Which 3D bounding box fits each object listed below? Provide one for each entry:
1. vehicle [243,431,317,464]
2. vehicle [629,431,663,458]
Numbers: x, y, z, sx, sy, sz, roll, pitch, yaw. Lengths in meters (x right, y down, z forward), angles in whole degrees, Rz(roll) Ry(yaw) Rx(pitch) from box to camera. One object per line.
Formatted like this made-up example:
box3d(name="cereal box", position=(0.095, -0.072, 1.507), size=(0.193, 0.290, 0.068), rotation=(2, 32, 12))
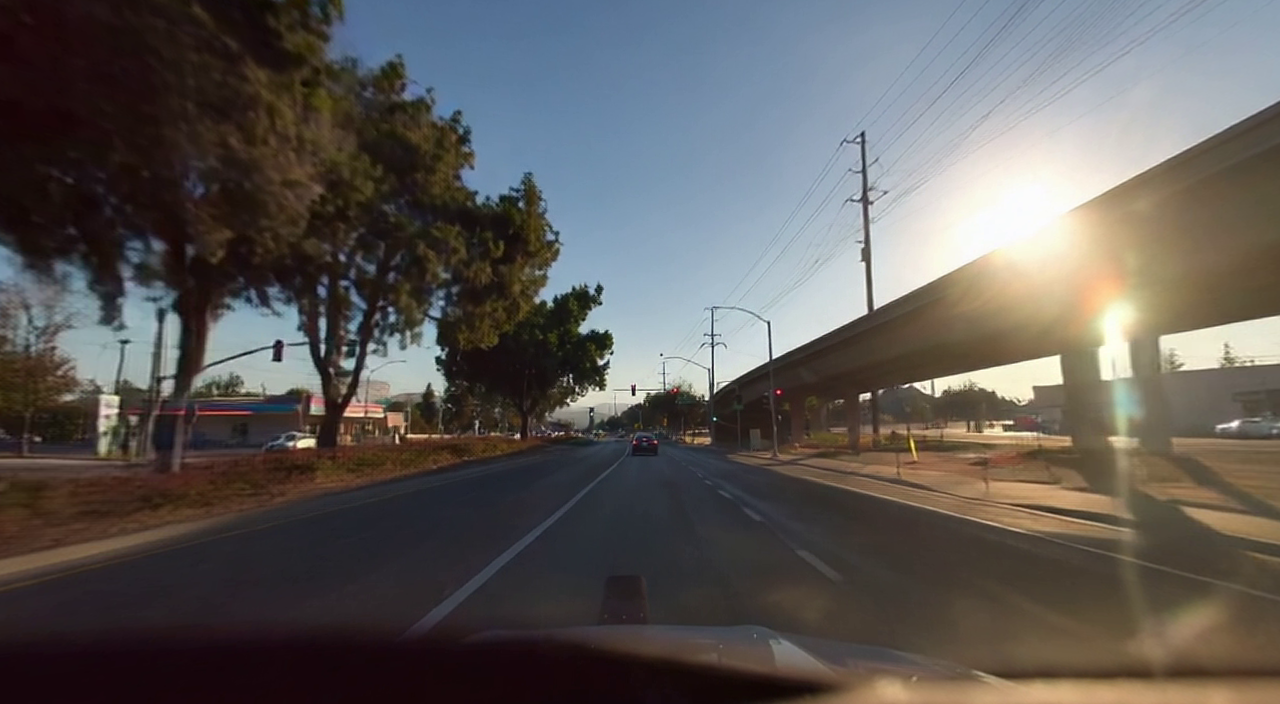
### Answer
box3d(name="vehicle", position=(-23.222, 6.198, 40.746), size=(2.026, 1.965, 4.674), rotation=(0, -8, -1))
box3d(name="vehicle", position=(0.357, 5.914, 40.135), size=(2.074, 1.631, 3.793), rotation=(0, -8, 0))
